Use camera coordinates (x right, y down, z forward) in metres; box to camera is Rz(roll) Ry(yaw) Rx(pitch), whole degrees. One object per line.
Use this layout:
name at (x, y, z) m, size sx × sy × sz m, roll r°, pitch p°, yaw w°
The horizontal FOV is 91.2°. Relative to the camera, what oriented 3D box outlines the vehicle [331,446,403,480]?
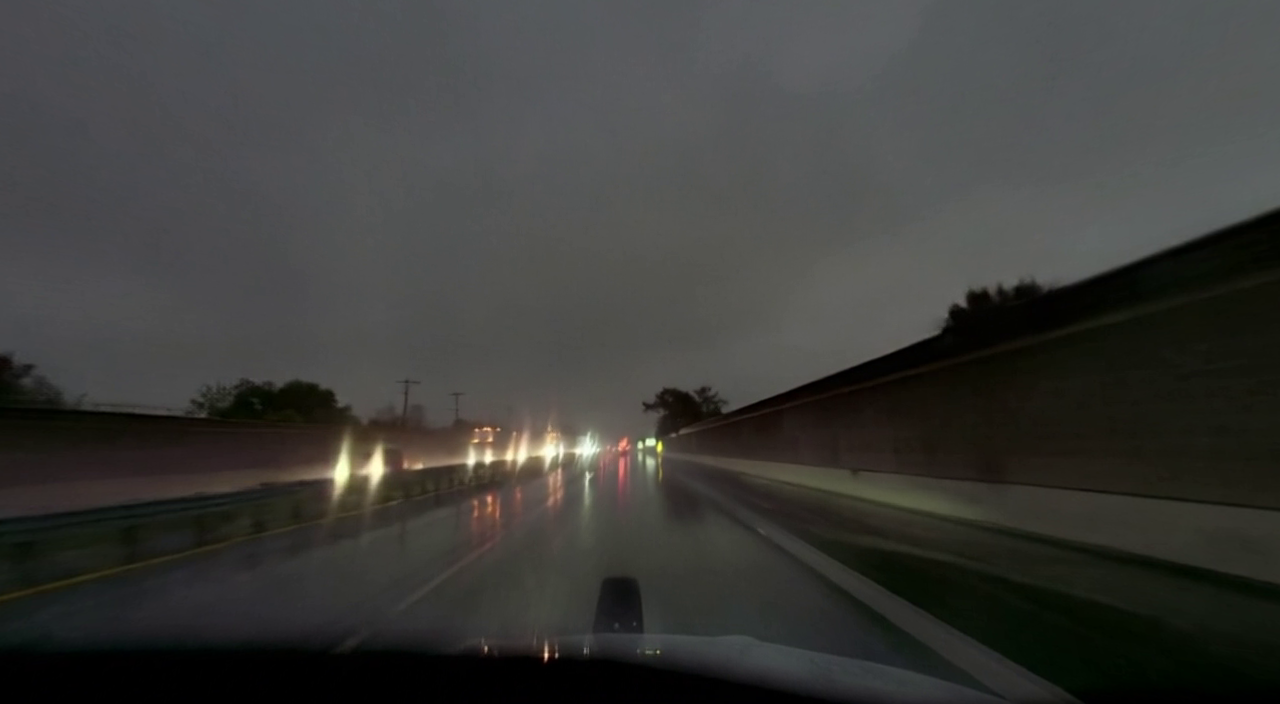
vehicle at (-13.565, 5.521, 31.371) m, size 1.883 × 1.562 × 4.072 m, roll 0°, pitch -9°, yaw -2°
